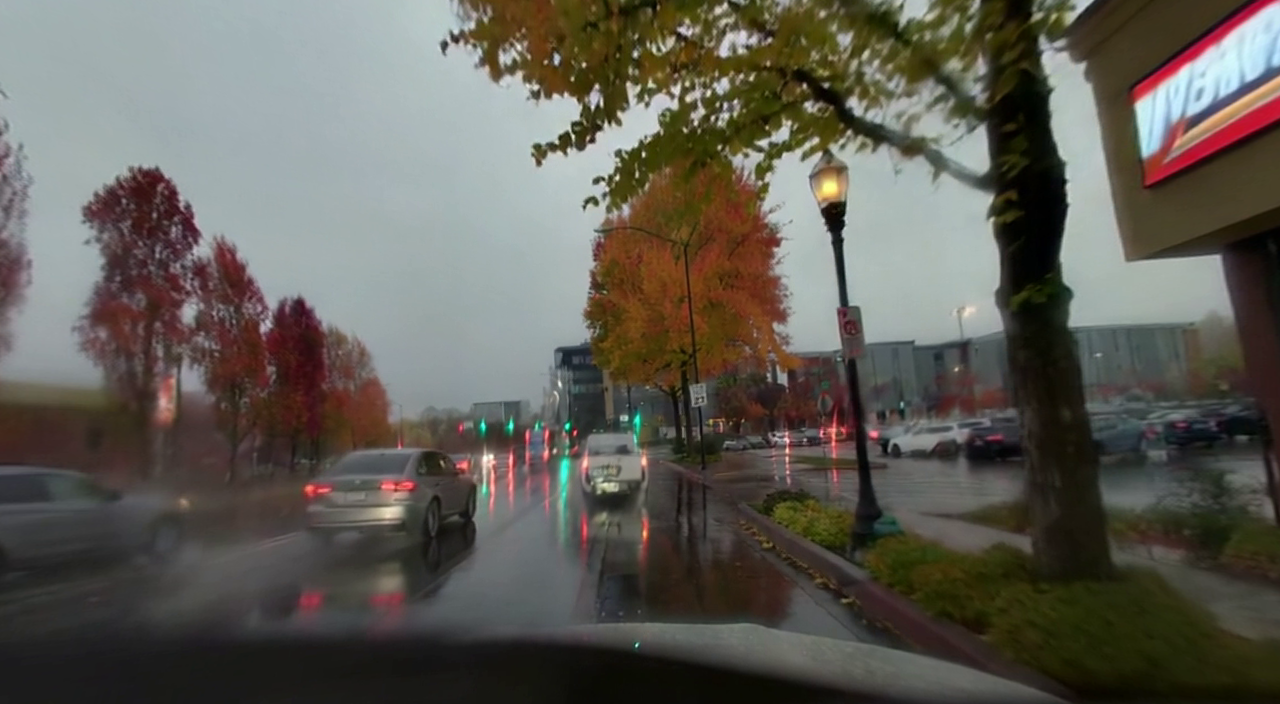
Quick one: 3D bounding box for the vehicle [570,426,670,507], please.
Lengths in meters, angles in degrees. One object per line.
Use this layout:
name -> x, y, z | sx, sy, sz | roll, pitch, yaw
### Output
vehicle -> -0.524, 2.777, 15.607 | 2.144, 1.704, 4.028 | 1, -9, -3

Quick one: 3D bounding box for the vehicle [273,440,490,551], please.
vehicle -> -4.265, 2.421, 11.399 | 1.974, 1.549, 4.603 | 1, -9, 0

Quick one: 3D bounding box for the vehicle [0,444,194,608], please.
vehicle -> -7.662, 1.894, 7.174 | 2.051, 1.681, 4.193 | 1, -9, 0

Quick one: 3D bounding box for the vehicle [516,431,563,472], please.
vehicle -> -5.247, 5.290, 33.479 | 2.082, 2.018, 4.308 | 1, -9, -4
